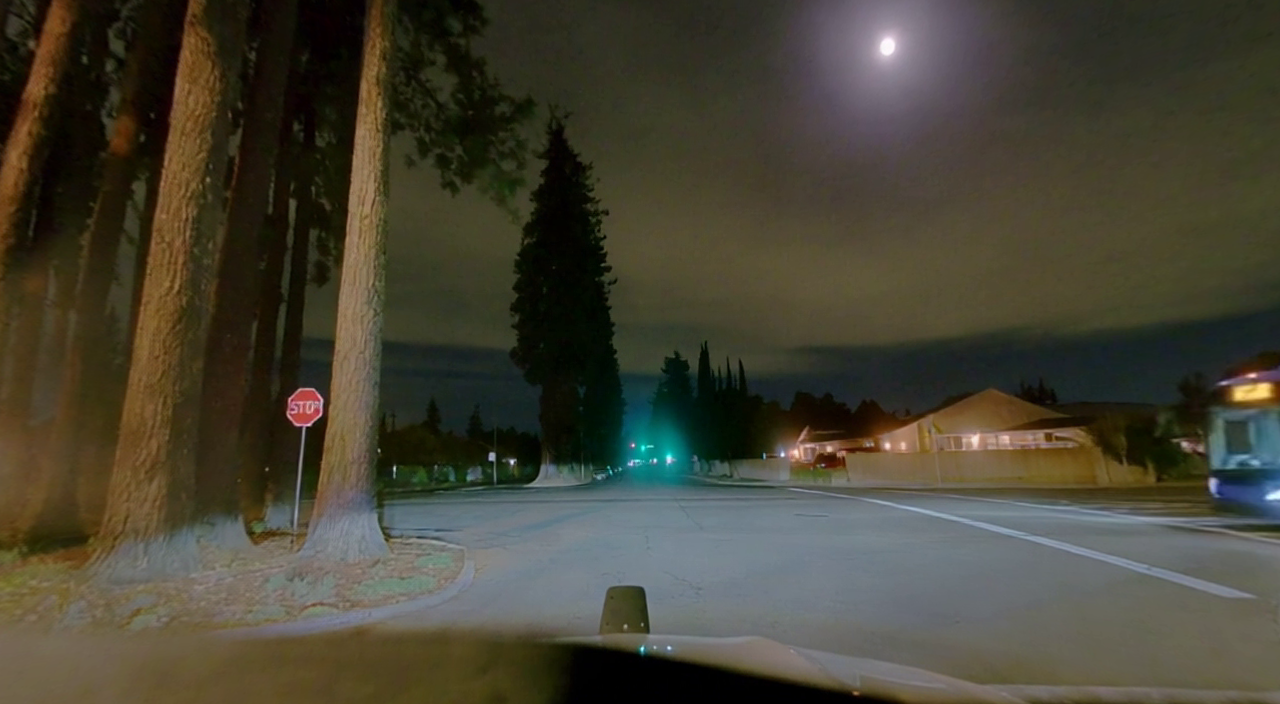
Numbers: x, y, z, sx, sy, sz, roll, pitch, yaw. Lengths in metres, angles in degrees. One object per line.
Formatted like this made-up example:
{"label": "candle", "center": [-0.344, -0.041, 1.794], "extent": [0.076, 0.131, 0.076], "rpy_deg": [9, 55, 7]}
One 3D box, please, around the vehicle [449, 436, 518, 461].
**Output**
{"label": "vehicle", "center": [-11.686, 7.212, 47.245], "extent": [4.622, 1.782, 1.836], "rpy_deg": [0, -8, 0]}
